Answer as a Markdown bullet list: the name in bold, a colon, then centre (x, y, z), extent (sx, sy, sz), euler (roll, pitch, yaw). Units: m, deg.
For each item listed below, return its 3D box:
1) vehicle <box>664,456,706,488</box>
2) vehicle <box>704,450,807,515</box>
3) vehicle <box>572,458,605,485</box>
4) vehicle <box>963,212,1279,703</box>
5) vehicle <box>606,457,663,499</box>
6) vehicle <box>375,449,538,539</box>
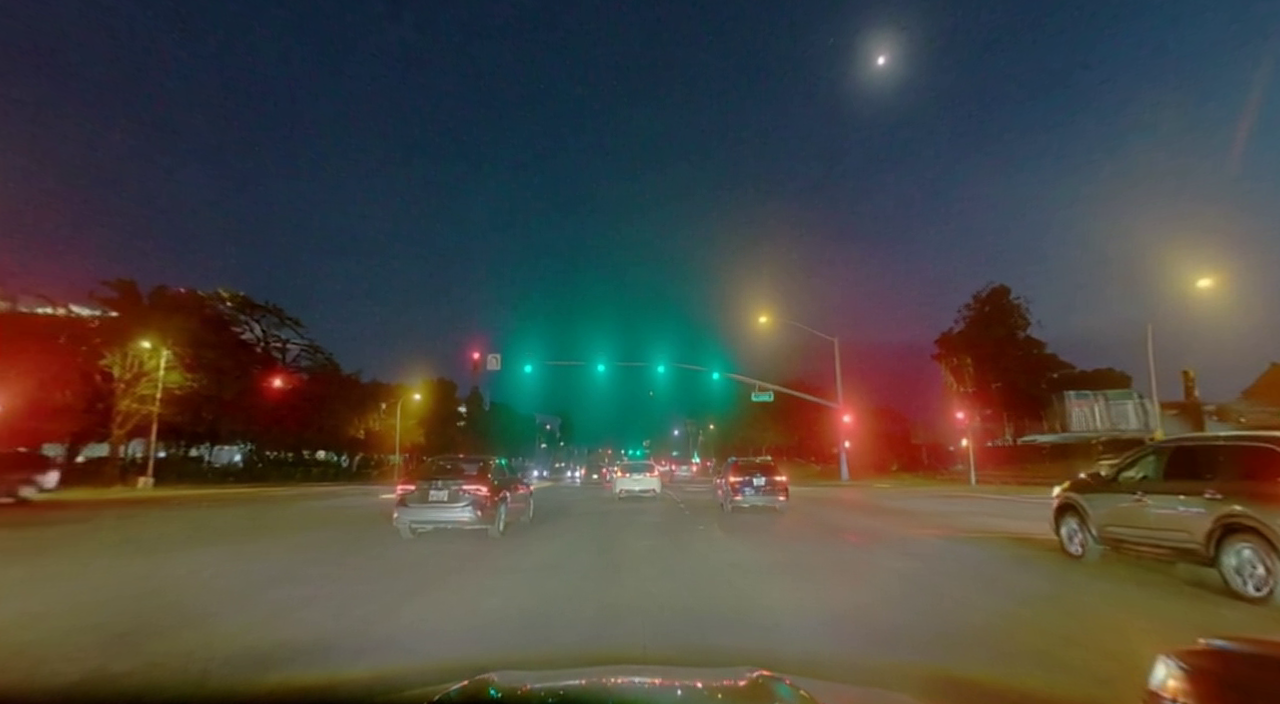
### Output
- **vehicle**: centre (2.697, 7.395, 39.221), extent (2.138, 1.778, 4.422), euler (0, -8, -2)
- **vehicle**: centre (3.196, 3.716, 18.614), extent (1.996, 1.566, 4.917), euler (0, -8, -2)
- **vehicle**: centre (-3.657, 8.647, 45.885), extent (2.033, 1.714, 4.278), euler (0, -8, 0)
- **vehicle**: centre (2.764, 0.411, 0.520), extent (2.153, 1.853, 5.235), euler (0, -8, -1)
- **vehicle**: centre (-0.253, 5.032, 25.578), extent (2.098, 1.461, 3.958), euler (0, -8, -1)
- **vehicle**: centre (-3.541, 2.814, 13.236), extent (2.045, 1.463, 4.490), euler (0, -8, 0)
